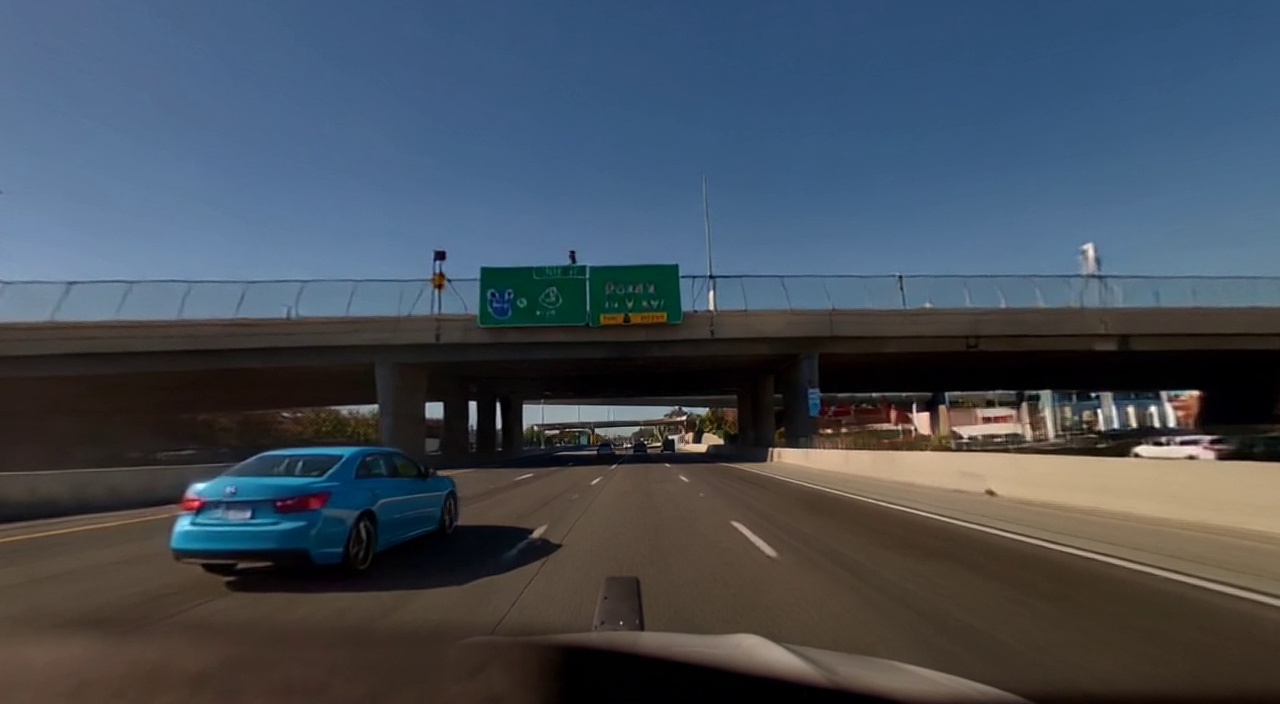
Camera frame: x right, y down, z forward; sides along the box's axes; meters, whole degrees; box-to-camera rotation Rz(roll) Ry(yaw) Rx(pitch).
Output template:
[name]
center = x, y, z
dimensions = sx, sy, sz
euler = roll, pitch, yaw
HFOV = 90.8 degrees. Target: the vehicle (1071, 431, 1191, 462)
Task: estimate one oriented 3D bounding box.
[vehicle]
center = 24.894, 4.795, 32.165
dimensions = 4.513, 1.469, 1.871
euler = 0, -8, 0
